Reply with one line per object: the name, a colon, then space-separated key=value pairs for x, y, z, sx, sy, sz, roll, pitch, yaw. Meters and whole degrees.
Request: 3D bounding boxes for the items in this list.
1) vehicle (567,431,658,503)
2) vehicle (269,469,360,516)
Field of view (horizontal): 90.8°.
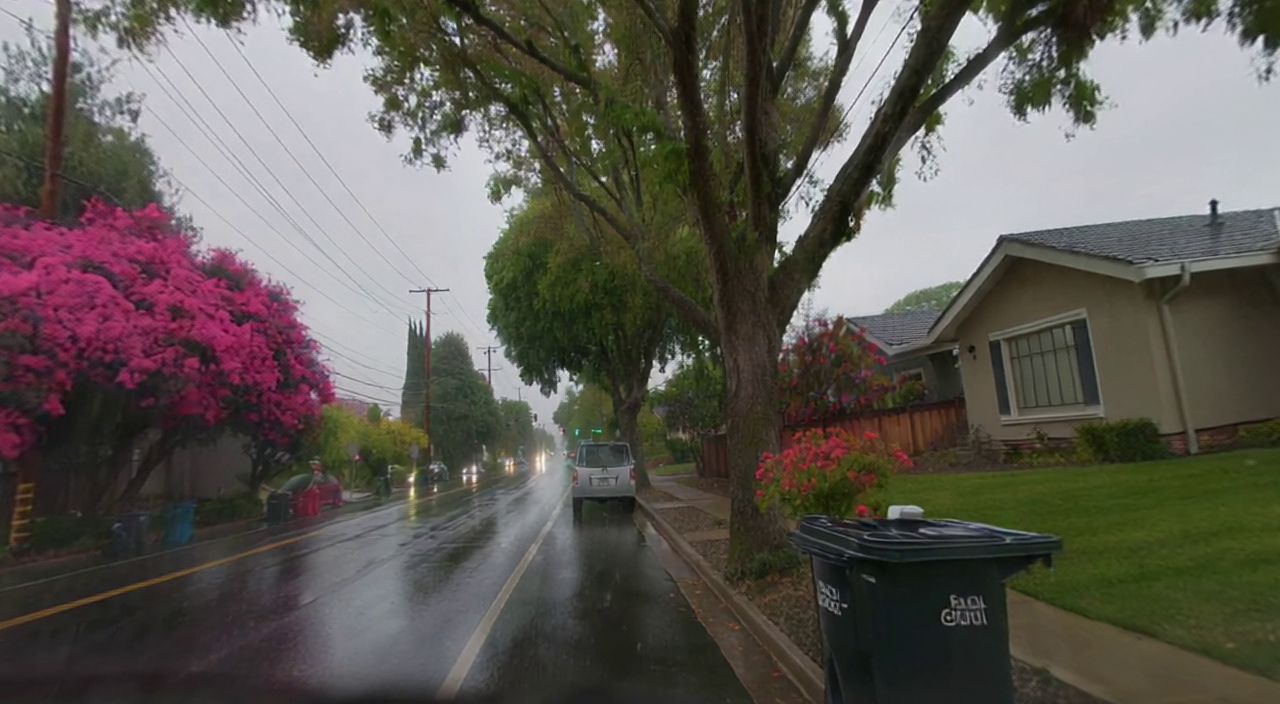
vehicle: x=-0.823 y=3.079 z=17.383 sx=2.190 sy=1.708 sz=4.115 roll=0 pitch=-8 yaw=-4
vehicle: x=-13.761 y=5.920 z=26.990 sx=1.982 sy=1.660 sz=4.142 roll=1 pitch=-8 yaw=-6
